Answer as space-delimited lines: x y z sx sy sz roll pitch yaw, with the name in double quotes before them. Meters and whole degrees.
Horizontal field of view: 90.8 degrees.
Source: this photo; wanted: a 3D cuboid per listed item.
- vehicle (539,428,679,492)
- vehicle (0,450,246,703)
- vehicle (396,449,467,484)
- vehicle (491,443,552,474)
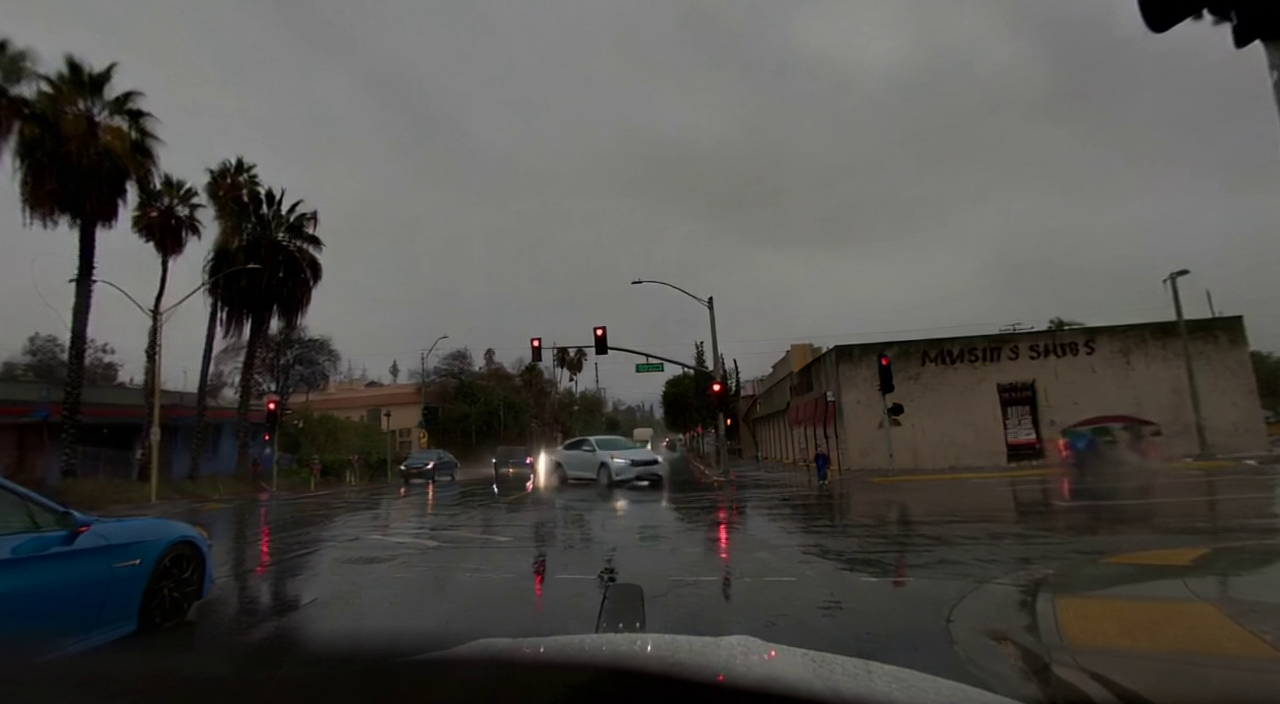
"vehicle" -1.105 3.309 19.694 2.092 1.709 4.775 6 -11 -35
"vehicle" -3.707 1.027 2.242 1.850 1.325 4.295 0 -9 0
"vehicle" -12.018 6.591 36.692 1.870 1.705 4.426 -7 -10 11
"vehicle" -7.546 6.859 40.940 2.050 1.792 5.507 -2 -9 10
